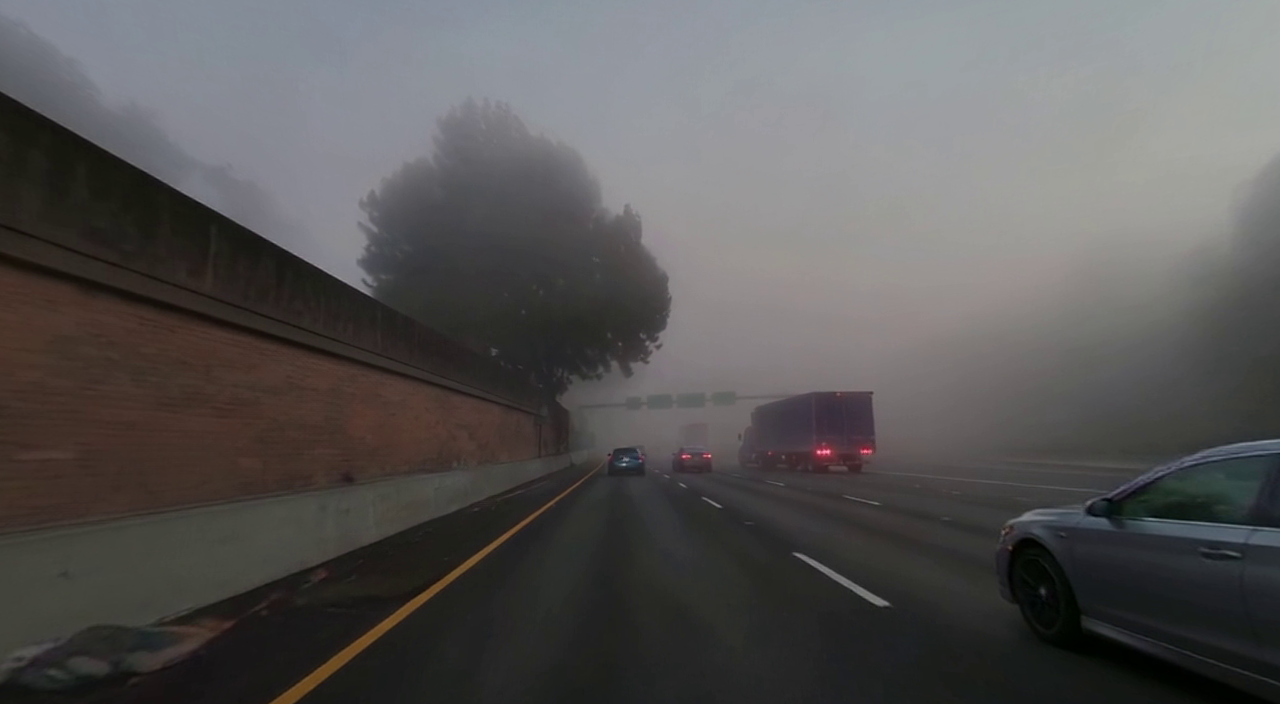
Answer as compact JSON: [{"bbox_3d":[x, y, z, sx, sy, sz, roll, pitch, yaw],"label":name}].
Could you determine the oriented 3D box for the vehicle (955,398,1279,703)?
[{"bbox_3d":[3.498,0.976,2.872,1.922,1.465,4.165,0,-9,-1],"label":"vehicle"}]

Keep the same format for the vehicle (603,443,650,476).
[{"bbox_3d":[-0.671,5.131,30.438,2.083,1.477,3.965,0,-9,-2],"label":"vehicle"}]

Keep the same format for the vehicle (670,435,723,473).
[{"bbox_3d":[2.877,5.326,33.203,2.114,1.849,4.692,0,-9,-3],"label":"vehicle"}]

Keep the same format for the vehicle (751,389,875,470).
[{"bbox_3d":[10.225,5.109,40.145,2.914,4.134,15.553,0,-9,-2],"label":"vehicle"}]
